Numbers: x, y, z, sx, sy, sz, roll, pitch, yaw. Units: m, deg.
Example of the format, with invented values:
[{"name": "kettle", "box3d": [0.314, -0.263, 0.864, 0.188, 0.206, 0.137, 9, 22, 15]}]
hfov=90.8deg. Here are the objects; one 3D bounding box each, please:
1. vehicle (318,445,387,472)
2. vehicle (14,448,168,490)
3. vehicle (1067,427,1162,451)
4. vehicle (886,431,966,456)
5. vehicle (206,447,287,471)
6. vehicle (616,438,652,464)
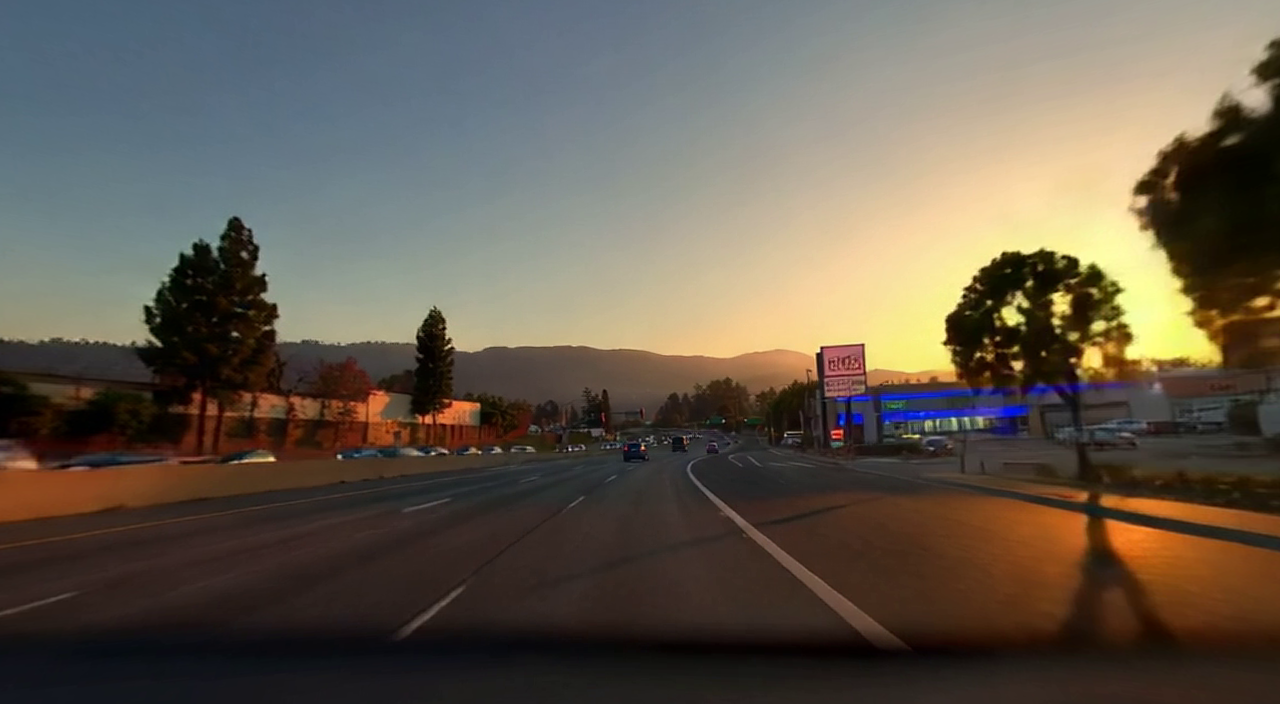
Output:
[{"name": "vehicle", "box3d": [-17.043, 6.314, 37.721, 1.816, 1.447, 4.245, -1, -8, 5]}, {"name": "vehicle", "box3d": [-21.695, 4.606, 25.266, 1.879, 1.464, 4.566, 0, -8, 4]}, {"name": "vehicle", "box3d": [31.274, 5.777, 41.802, 4.650, 1.484, 1.920, -5, -10, 28]}, {"name": "vehicle", "box3d": [18.977, 6.101, 42.148, 4.577, 1.460, 1.937, -6, -9, 20]}, {"name": "vehicle", "box3d": [-25.815, 7.023, 41.704, 1.885, 1.469, 4.788, -1, -8, 7]}, {"name": "vehicle", "box3d": [-0.399, 7.260, 46.467, 2.139, 1.782, 4.079, -1, -8, 7]}]
